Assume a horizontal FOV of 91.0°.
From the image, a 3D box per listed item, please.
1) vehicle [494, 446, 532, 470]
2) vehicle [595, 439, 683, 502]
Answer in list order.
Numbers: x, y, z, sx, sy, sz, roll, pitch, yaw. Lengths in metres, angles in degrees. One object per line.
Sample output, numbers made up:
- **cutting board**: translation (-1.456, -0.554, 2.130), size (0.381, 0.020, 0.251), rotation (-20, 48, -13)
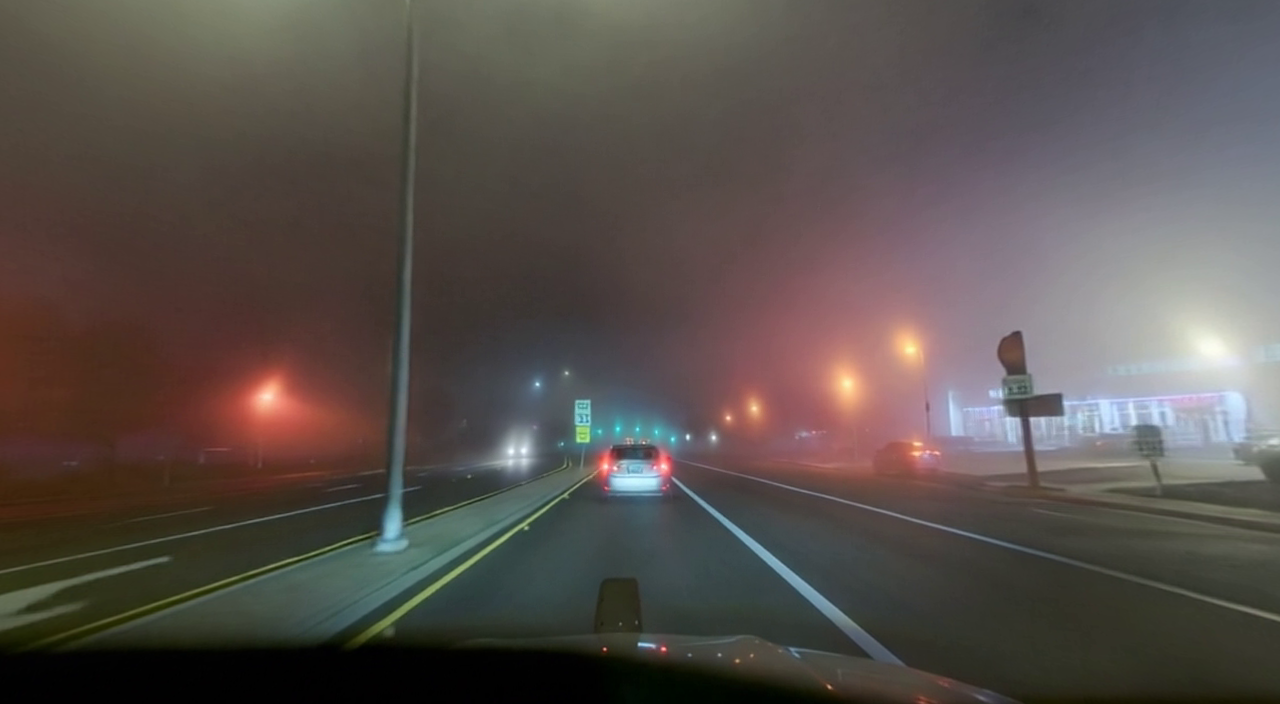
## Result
- **vehicle**: translation (-9.297, 7.813, 46.481), size (1.903, 1.476, 4.395), rotation (-5, -8, -1)
- **vehicle**: translation (-0.065, 3.151, 17.155), size (2.126, 1.475, 3.967), rotation (0, -9, -1)
